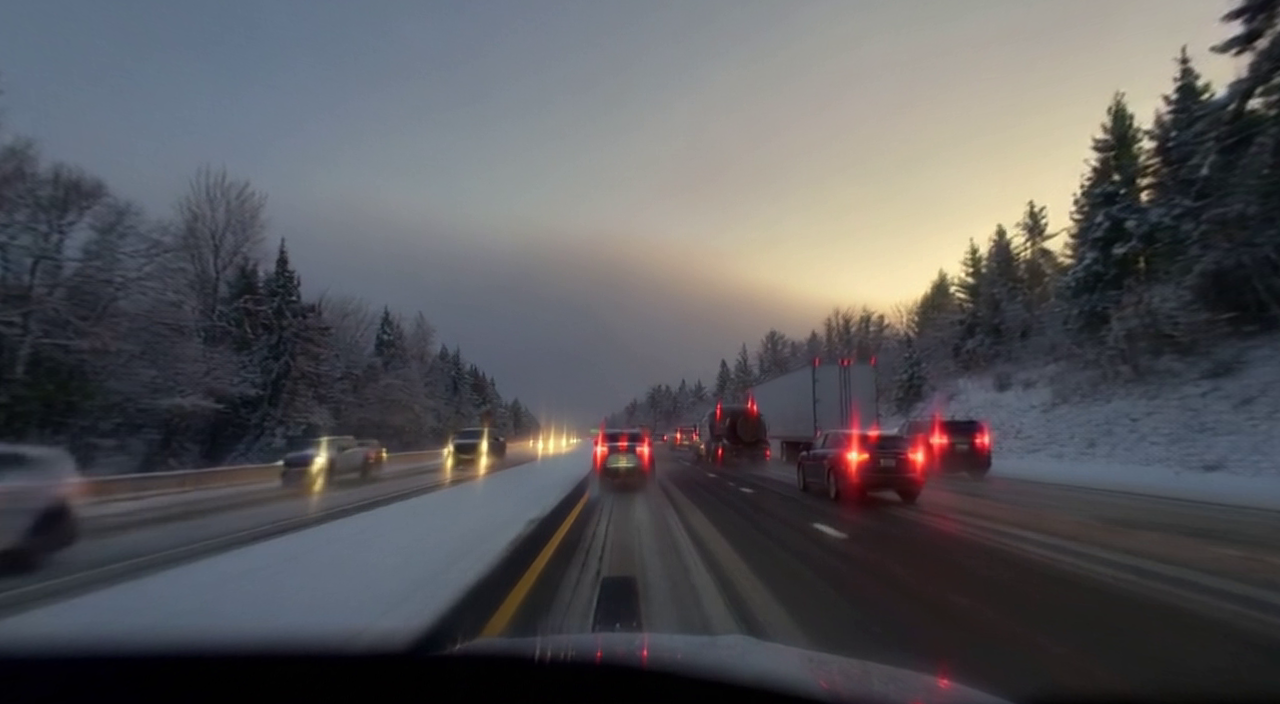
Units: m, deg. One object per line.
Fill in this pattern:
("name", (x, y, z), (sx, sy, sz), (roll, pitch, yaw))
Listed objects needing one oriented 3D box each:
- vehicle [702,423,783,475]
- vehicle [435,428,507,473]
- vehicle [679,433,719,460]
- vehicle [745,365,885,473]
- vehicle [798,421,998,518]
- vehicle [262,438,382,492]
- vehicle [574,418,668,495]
("vehicle", (3.603, 3.474, 22.814), (2.147, 1.707, 3.963), (0, -8, -2))
("vehicle", (-8.356, 4.900, 31.665), (2.243, 2.051, 5.305), (0, -8, -1))
("vehicle", (3.430, 5.571, 37.246), (1.865, 1.471, 3.916), (0, -8, -2))
("vehicle", (7.771, 3.411, 30.731), (2.867, 4.066, 13.802), (0, -7, 0))
("vehicle", (4.598, 2.131, 12.027), (2.040, 1.523, 4.068), (0, -8, -1))
("vehicle", (-11.380, 4.003, 22.901), (1.990, 1.751, 4.566), (0, -8, 0))
("vehicle", (-0.486, 2.648, 16.352), (2.087, 1.709, 4.455), (0, -8, -2))
